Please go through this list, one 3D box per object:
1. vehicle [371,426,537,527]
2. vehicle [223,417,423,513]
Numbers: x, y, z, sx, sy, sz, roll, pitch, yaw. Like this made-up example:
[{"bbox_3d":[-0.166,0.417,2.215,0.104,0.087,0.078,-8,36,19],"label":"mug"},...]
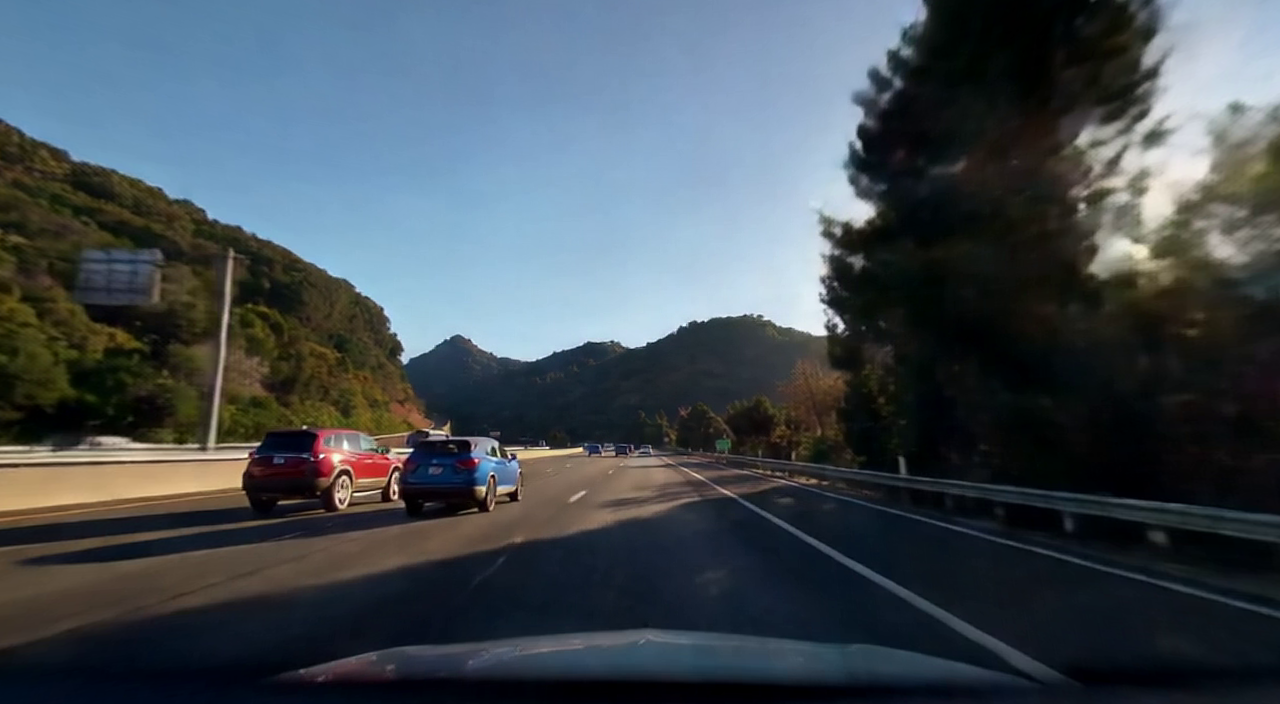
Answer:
[{"bbox_3d":[-3.463,2.406,12.742,1.983,1.663,4.290,0,-9,1],"label":"vehicle"},{"bbox_3d":[-7.273,2.650,15.277,2.151,1.925,4.945,0,-9,1],"label":"vehicle"}]
